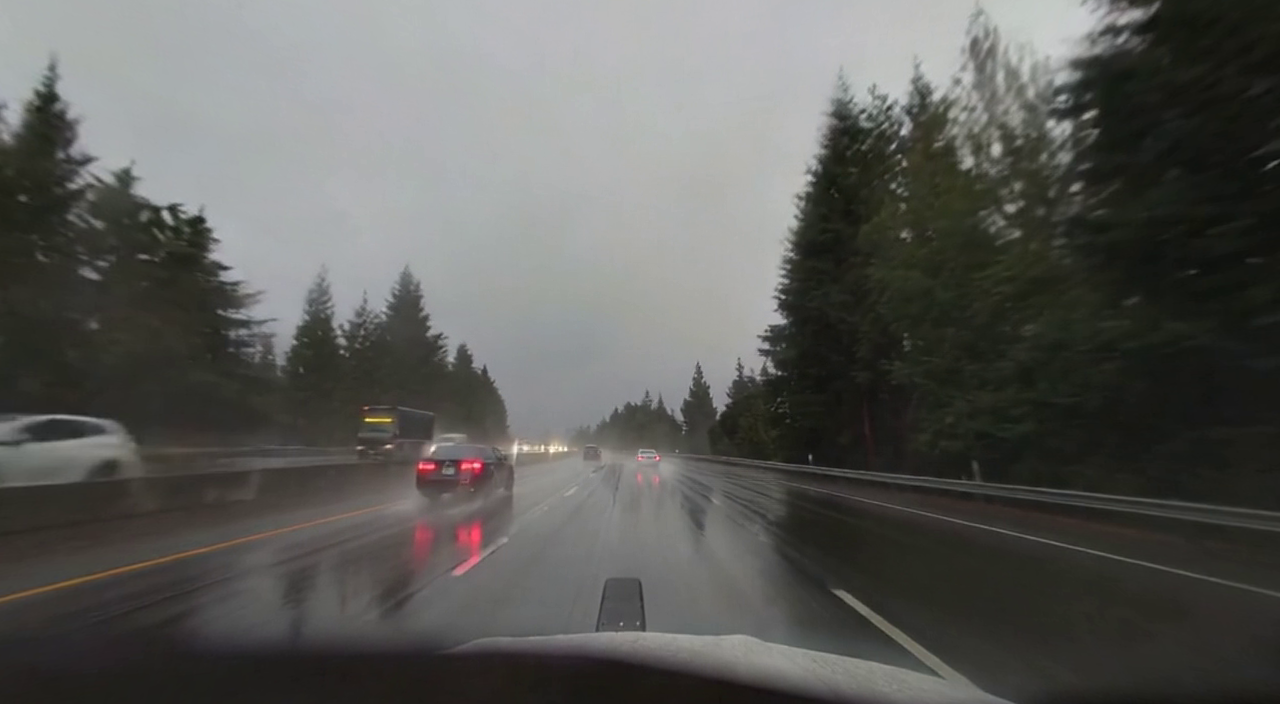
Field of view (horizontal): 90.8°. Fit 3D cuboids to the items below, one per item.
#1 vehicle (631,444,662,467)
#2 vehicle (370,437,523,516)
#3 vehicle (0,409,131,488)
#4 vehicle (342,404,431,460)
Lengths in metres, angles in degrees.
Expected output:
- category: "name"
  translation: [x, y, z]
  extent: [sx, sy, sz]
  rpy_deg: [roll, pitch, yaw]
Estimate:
- category: "vehicle"
  translation: [0.403, 7.318, 44.683]
  extent: [2.008, 1.499, 3.192]
  rpy_deg: [0, -9, -2]
- category: "vehicle"
  translation: [-4.146, 2.745, 14.432]
  extent: [2.054, 1.500, 4.469]
  rpy_deg: [0, -8, 0]
- category: "vehicle"
  translation: [-12.762, 1.895, 12.328]
  extent: [1.894, 1.443, 4.425]
  rpy_deg: [0, -9, 0]
- category: "vehicle"
  translation: [-17.215, 5.581, 43.488]
  extent: [2.847, 3.475, 7.687]
  rpy_deg: [0, -9, 0]
